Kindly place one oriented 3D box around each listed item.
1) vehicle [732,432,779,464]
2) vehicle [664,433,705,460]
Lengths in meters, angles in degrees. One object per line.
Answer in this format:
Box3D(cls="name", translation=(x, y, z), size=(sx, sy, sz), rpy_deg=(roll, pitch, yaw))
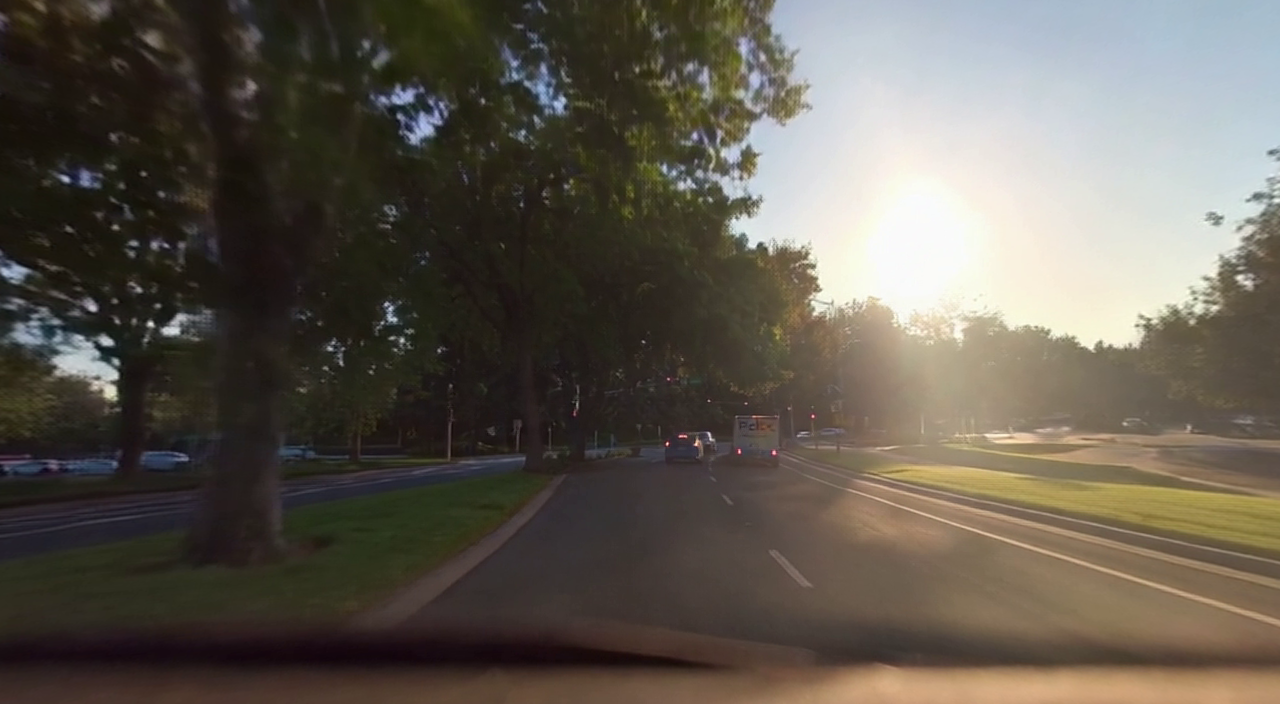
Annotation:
Box3D(cls="vehicle", translation=(5.776, 4.893, 32.073), size=(1.989, 1.497, 4.436), rpy_deg=(-1, -8, 6))
Box3D(cls="vehicle", translation=(2.673, 5.557, 36.997), size=(2.066, 1.482, 4.273), rpy_deg=(-1, -8, 8))
